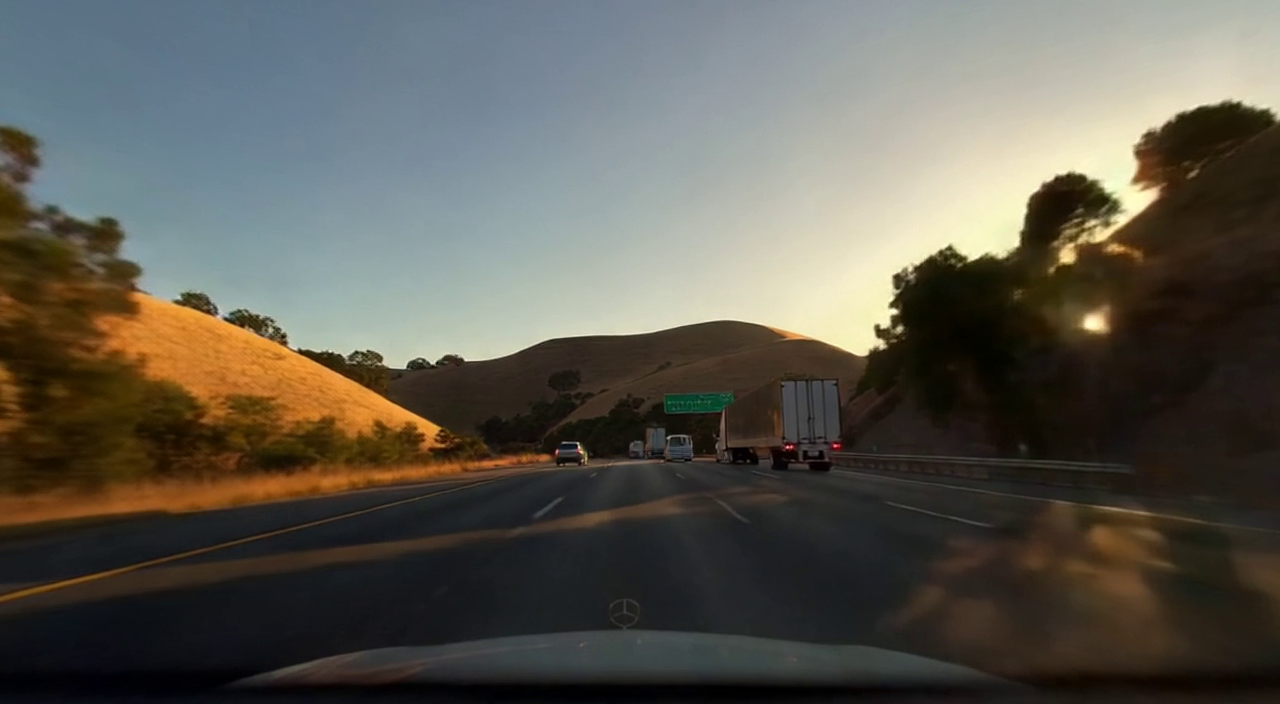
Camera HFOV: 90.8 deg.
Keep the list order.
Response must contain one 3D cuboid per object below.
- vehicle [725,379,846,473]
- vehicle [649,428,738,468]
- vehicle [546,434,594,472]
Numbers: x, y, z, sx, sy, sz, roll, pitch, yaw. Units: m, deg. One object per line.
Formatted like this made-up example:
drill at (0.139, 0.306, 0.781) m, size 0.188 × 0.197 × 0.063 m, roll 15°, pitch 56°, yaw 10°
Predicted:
vehicle at (7.618, 4.521, 36.439) m, size 2.935 × 4.187 × 16.357 m, roll 0°, pitch -9°, yaw -1°
vehicle at (3.150, 5.795, 38.203) m, size 5.075 × 2.277 × 2.365 m, roll 0°, pitch -9°, yaw -2°
vehicle at (-3.919, 5.733, 36.076) m, size 2.193 × 1.977 × 4.759 m, roll 0°, pitch -9°, yaw 0°
